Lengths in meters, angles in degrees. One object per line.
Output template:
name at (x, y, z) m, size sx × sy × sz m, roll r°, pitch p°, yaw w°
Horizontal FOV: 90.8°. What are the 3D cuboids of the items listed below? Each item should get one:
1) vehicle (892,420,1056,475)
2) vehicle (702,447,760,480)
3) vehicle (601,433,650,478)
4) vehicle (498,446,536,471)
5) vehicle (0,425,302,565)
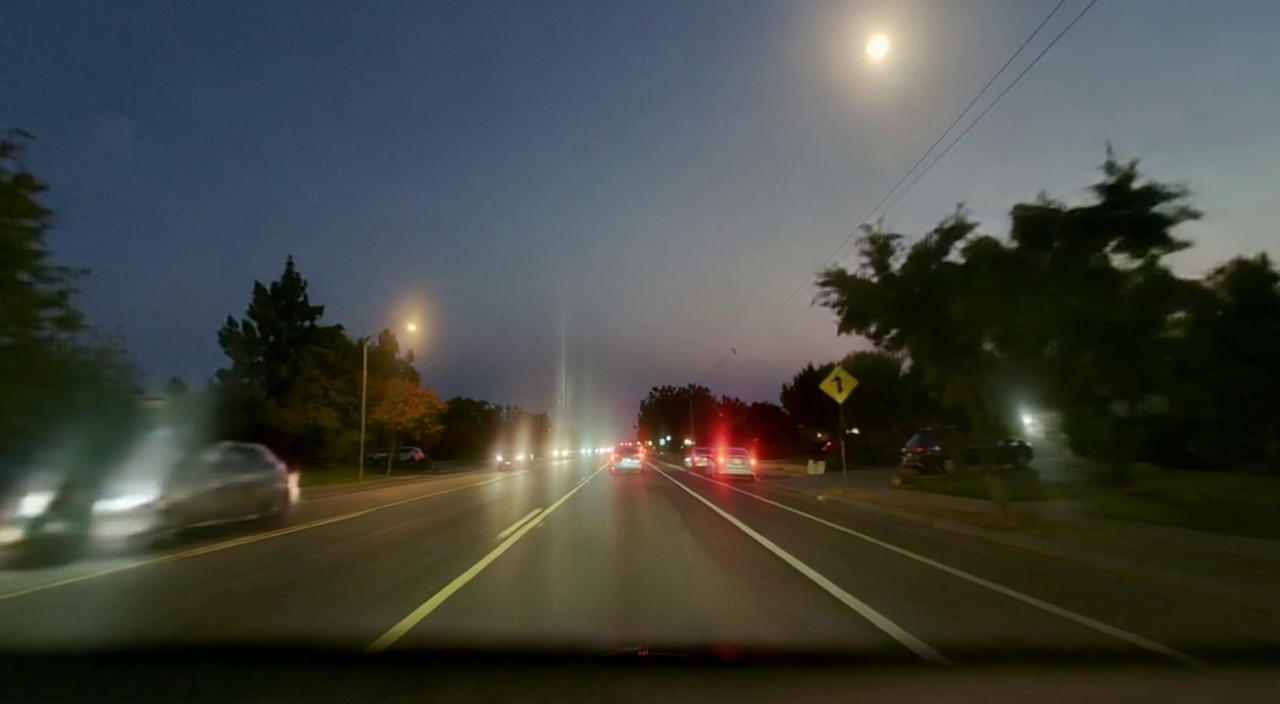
vehicle at (12.331, 3.556, 23.597) m, size 4.870 × 1.926 × 2.094 m, roll 0°, pitch -9°, yaw -1°
vehicle at (4.321, 5.353, 30.730) m, size 1.963 × 1.469 × 4.709 m, roll 0°, pitch -9°, yaw -2°
vehicle at (-0.647, 4.930, 30.235) m, size 2.153 × 1.942 × 4.767 m, roll 0°, pitch -8°, yaw -1°
vehicle at (-8.764, 7.613, 45.474) m, size 1.945 × 1.712 × 4.240 m, roll 0°, pitch -8°, yaw -1°
vehicle at (-8.201, 2.254, 10.856) m, size 2.114 × 1.811 × 4.949 m, roll 0°, pitch -8°, yaw -1°
